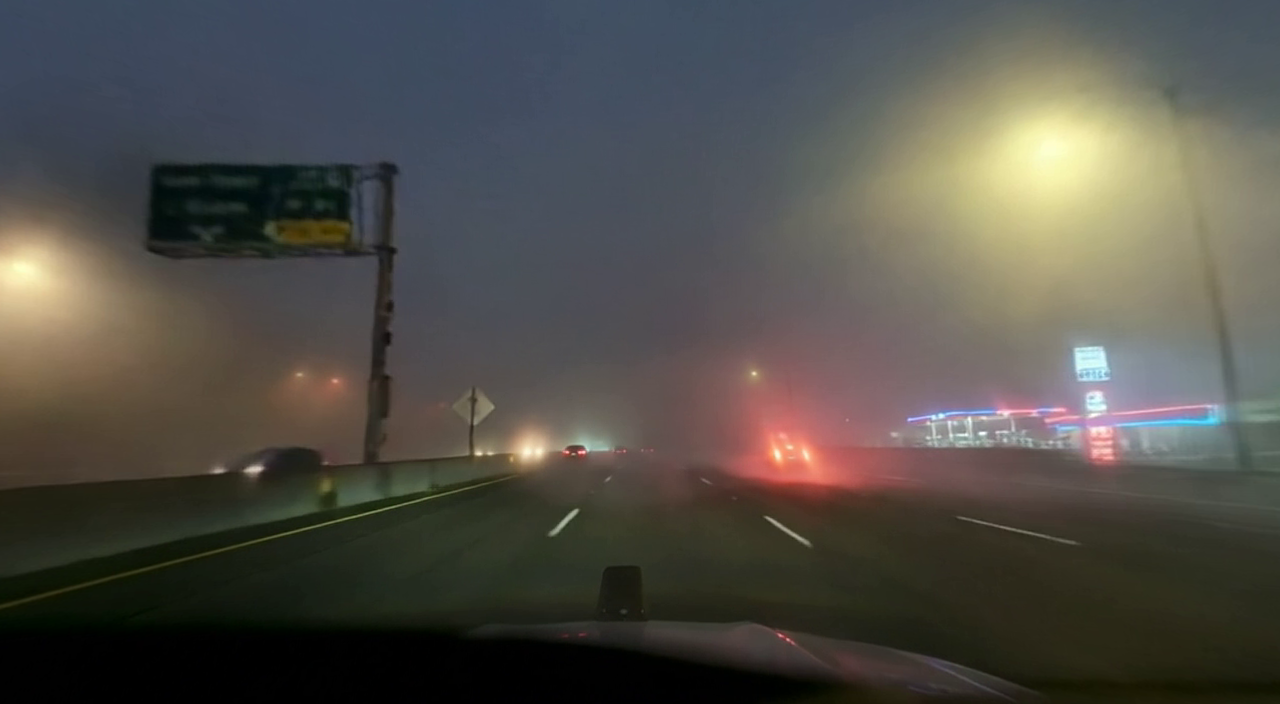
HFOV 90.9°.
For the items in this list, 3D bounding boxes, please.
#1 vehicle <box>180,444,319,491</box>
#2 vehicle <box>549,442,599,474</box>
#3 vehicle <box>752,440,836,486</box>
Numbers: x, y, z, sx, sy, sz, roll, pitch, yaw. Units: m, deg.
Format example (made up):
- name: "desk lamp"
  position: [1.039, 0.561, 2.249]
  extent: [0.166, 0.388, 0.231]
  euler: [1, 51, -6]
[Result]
- name: "vehicle"
  position: [-14.263, 4.224, 23.424]
  extent: [2.283, 1.536, 4.403]
  euler: [-1, -9, 1]
- name: "vehicle"
  position: [-3.301, 5.416, 32.387]
  extent: [2.114, 1.510, 4.186]
  euler: [-1, -9, 1]
- name: "vehicle"
  position: [5.464, 3.993, 23.090]
  extent: [1.909, 1.467, 4.940]
  euler: [-1, -9, 1]
